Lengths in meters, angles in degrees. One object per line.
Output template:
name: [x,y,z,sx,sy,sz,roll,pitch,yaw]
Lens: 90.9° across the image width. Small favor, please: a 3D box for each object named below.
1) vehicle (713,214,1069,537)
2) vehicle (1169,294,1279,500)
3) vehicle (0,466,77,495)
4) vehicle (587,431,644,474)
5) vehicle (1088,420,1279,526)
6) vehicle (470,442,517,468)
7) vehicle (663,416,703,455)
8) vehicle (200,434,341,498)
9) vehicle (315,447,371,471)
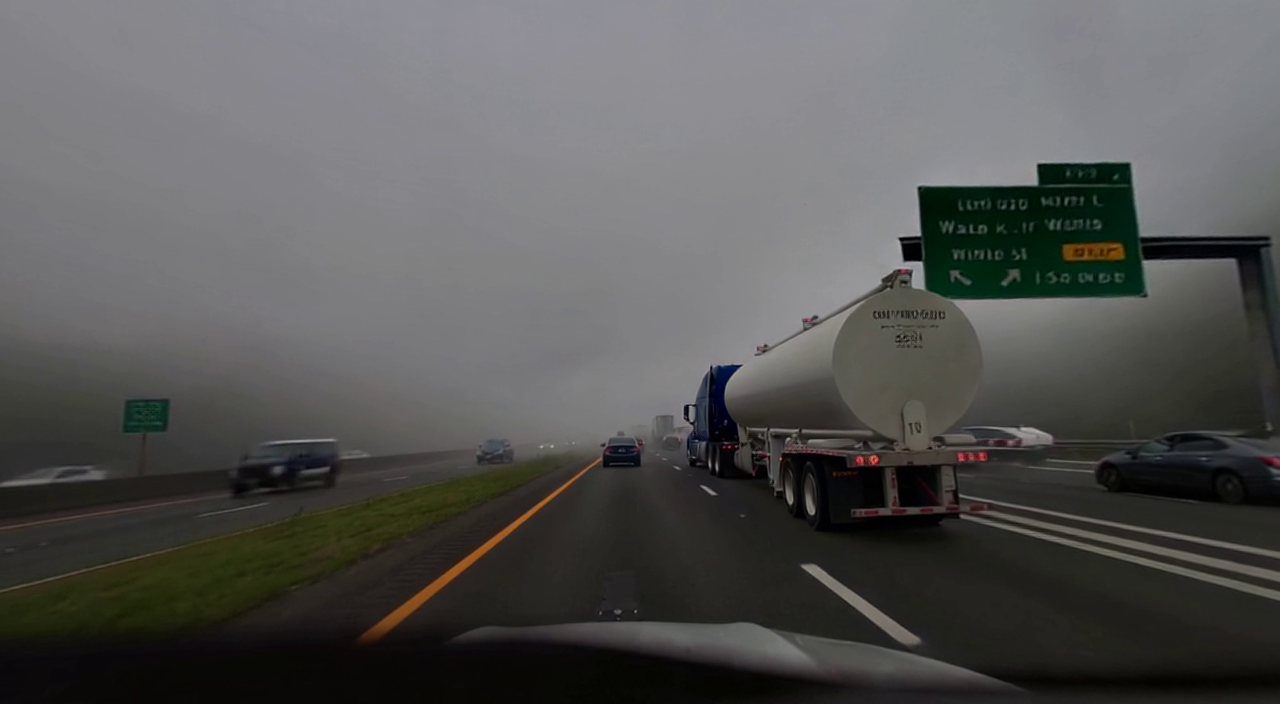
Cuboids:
vehicle: [3.508,0.850,12.221,2.826,3.905,9.262,0,-8,-1]
vehicle: [14.529,0.550,10.093,2.878,4.124,10.050,0,-8,-3]
vehicle: [-38.723,8.111,39.953,1.846,1.553,4.238,-7,-11,42]
vehicle: [-0.896,3.825,24.321,2.000,1.510,3.518,0,-8,-1]
vehicle: [9.840,1.925,10.521,1.739,1.471,3.889,0,-8,-2]
vehicle: [-9.254,6.529,40.250,1.894,1.483,4.624,0,-8,0]
vehicle: [3.182,6.304,47.741,2.475,2.782,4.986,0,-8,-3]
vehicle: [-12.562,3.858,21.888,2.065,1.948,4.720,0,-8,-1]
vehicle: [-20.315,7.335,43.284,1.880,1.476,4.282,0,-8,-2]
